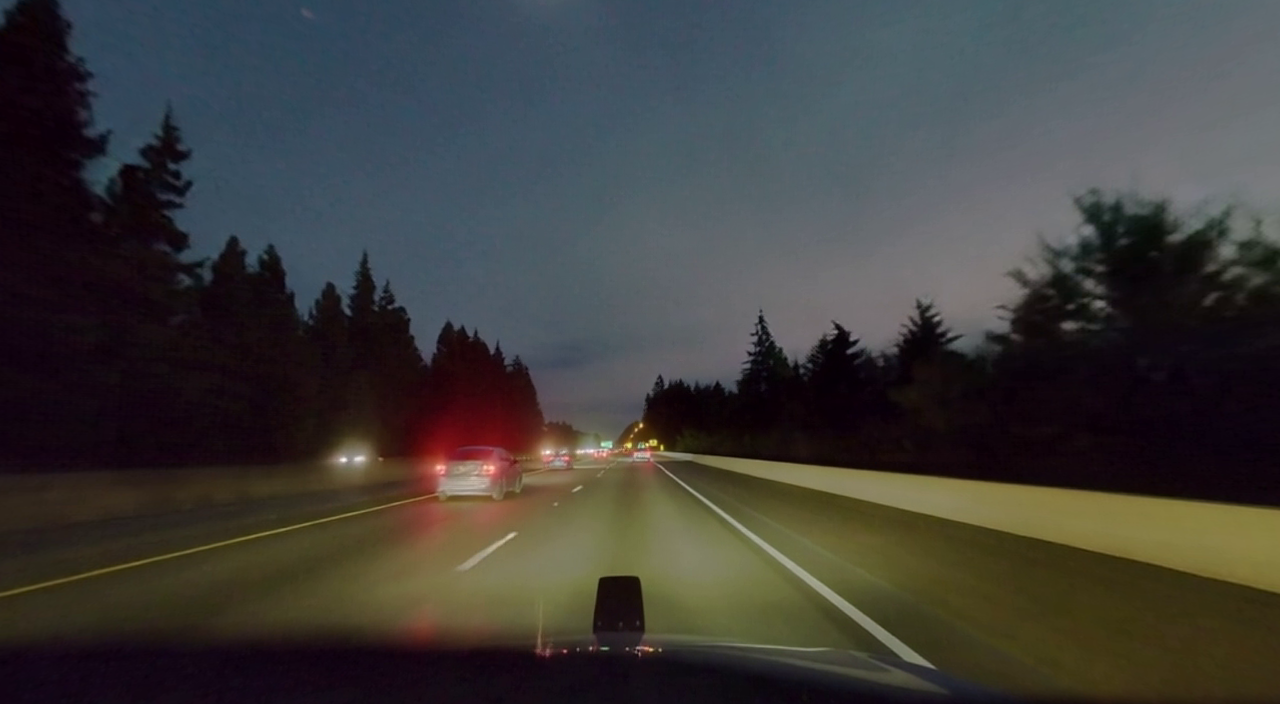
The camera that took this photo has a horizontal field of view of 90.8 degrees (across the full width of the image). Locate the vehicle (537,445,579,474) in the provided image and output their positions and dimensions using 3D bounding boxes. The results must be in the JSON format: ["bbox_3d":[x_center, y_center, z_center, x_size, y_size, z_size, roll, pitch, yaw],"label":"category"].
[{"bbox_3d":[-4.599,6.099,35.996,1.838,1.508,4.317,0,-8,0],"label":"vehicle"}]

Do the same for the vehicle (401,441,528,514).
[{"bbox_3d":[-3.965,2.881,14.986,1.897,1.481,3.859,0,-8,0],"label":"vehicle"}]
